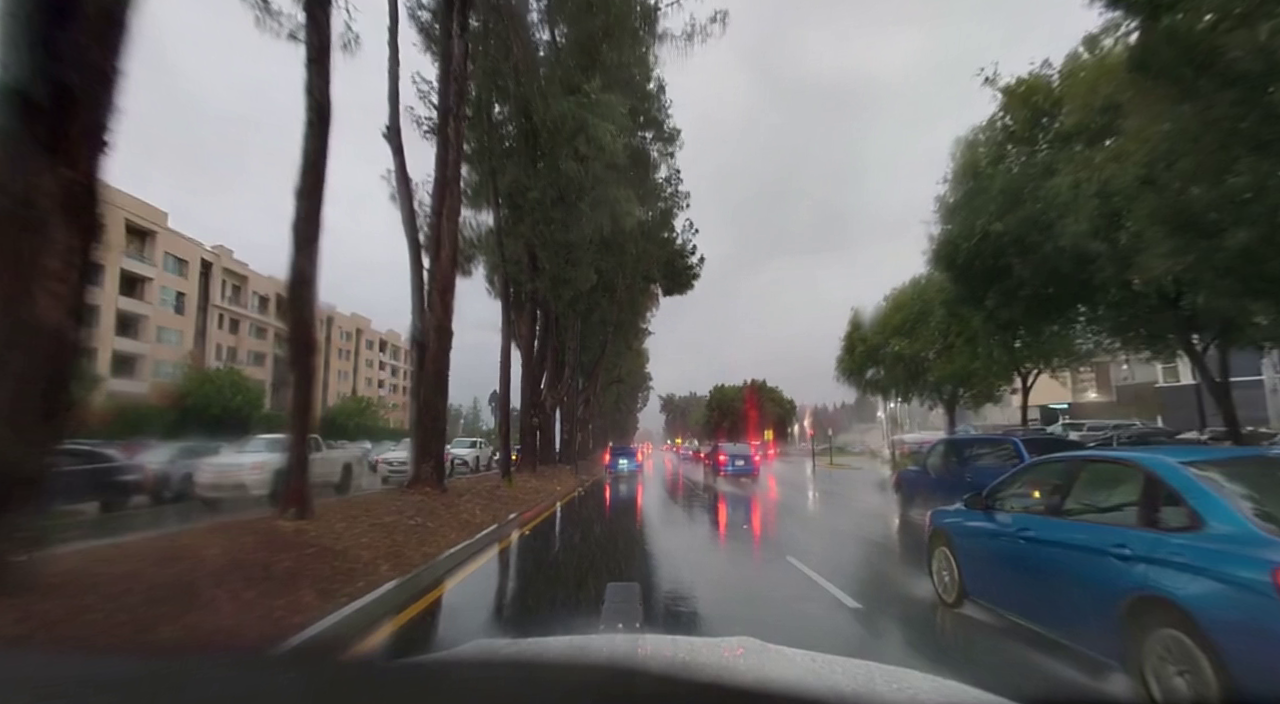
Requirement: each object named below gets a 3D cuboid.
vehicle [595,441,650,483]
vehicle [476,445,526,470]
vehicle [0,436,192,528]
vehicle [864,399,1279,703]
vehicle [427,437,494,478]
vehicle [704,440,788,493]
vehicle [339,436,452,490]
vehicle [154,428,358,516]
[{"bbox_3d":[-0.638,4.233,24.611,1.994,1.479,3.647,0,-8,0],"label":"vehicle"},{"bbox_3d":[-8.819,6.740,40.486,2.148,1.473,4.709,0,-9,-1],"label":"vehicle"},{"bbox_3d":[-12.496,2.738,13.939,1.980,1.693,4.343,0,-8,0],"label":"vehicle"},{"bbox_3d":[3.421,1.210,4.339,2.021,1.471,4.666,0,-8,0],"label":"vehicle"},{"bbox_3d":[-8.916,5.236,31.781,2.043,1.860,4.656,-1,-8,0],"label":"vehicle"},{"bbox_3d":[3.207,3.539,19.912,1.852,1.498,3.825,0,-9,-2],"label":"vehicle"},{"bbox_3d":[-8.846,4.050,23.434,2.145,1.747,5.014,-1,-8,0],"label":"vehicle"},{"bbox_3d":[-8.820,2.780,15.131,2.105,1.745,4.478,-1,-8,-1],"label":"vehicle"}]
